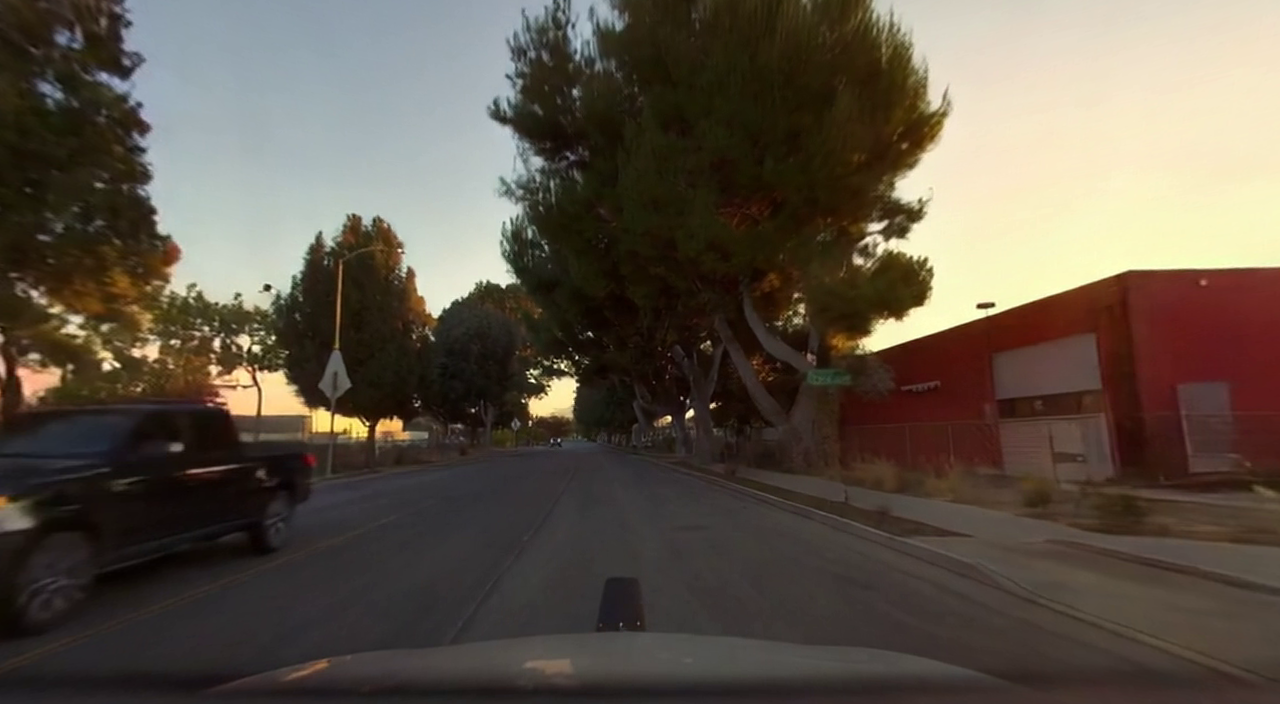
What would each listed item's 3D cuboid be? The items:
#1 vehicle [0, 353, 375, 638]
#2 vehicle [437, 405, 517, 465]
[{"bbox_3d":[-6.067,1.548,7.949,2.770,2.135,6.329,-1,-8,0],"label":"vehicle"},{"bbox_3d":[-12.099,6.496,48.449,3.122,3.985,12.515,0,-9,-2],"label":"vehicle"}]
